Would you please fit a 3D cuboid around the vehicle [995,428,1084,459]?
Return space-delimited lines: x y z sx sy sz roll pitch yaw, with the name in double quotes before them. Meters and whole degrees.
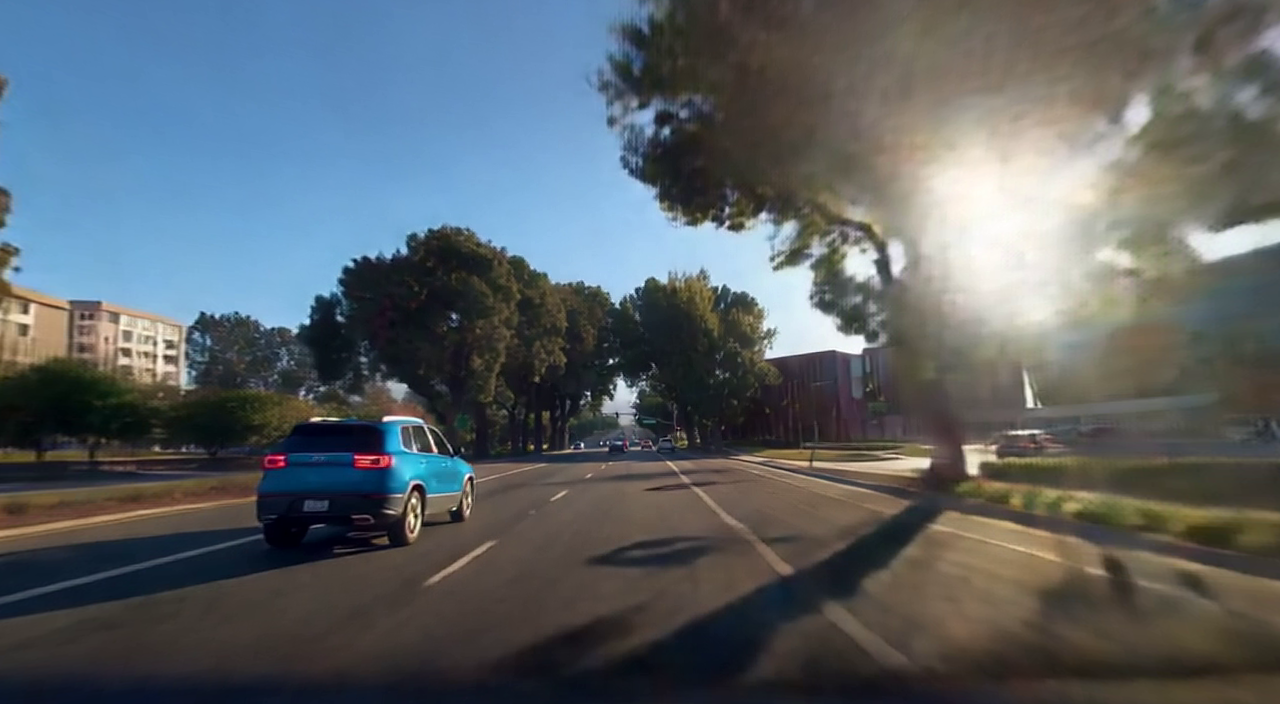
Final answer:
"vehicle" 23.267 5.322 36.762 4.000 1.458 1.640 -4 -6 0

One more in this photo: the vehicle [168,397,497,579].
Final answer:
"vehicle" -3.440 1.619 8.287 2.033 1.713 4.503 0 -8 0

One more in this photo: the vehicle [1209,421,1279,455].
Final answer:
"vehicle" 39.108 5.240 38.515 2.117 2.004 5.795 2 -9 -22
